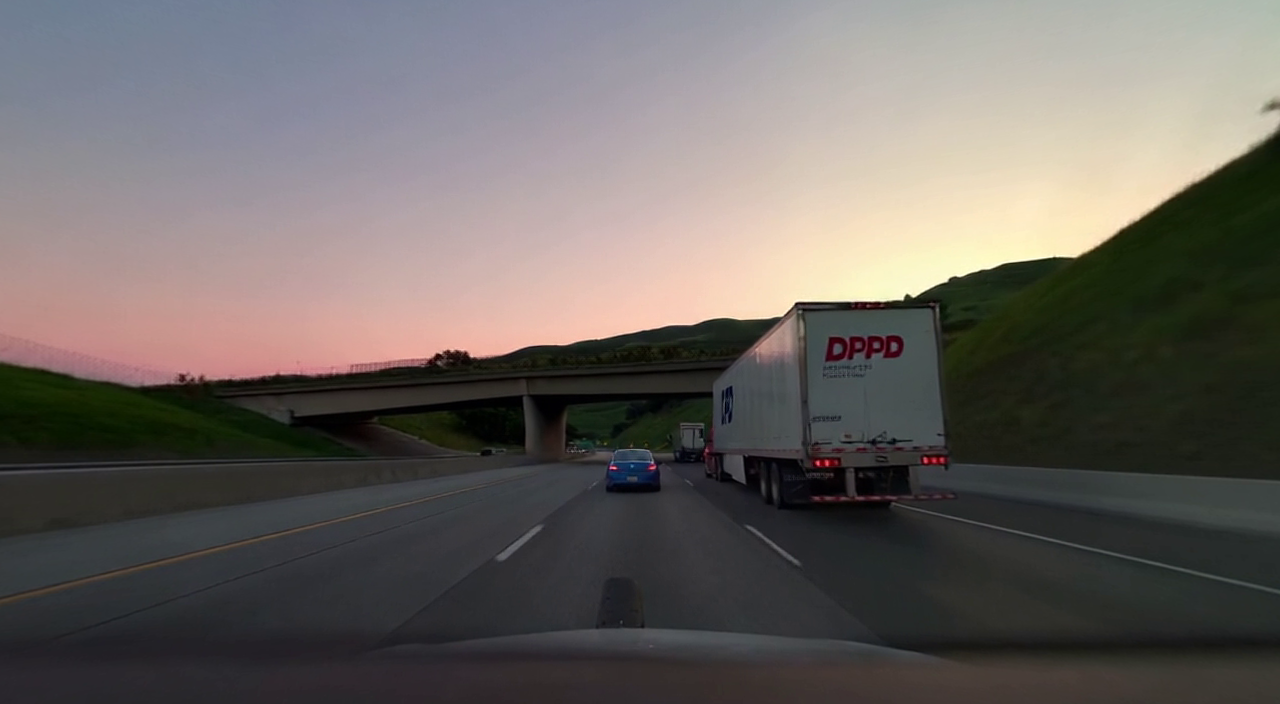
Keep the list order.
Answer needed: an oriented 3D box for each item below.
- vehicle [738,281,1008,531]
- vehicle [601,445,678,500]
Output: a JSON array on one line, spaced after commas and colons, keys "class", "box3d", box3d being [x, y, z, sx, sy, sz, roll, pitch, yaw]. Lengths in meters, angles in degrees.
[{"class": "vehicle", "box3d": [4.262, 1.442, 14.103, 2.802, 3.956, 8.291, 0, -9, 0]}, {"class": "vehicle", "box3d": [-0.032, 3.477, 18.584, 2.029, 1.437, 3.794, 0, -9, 0]}]
